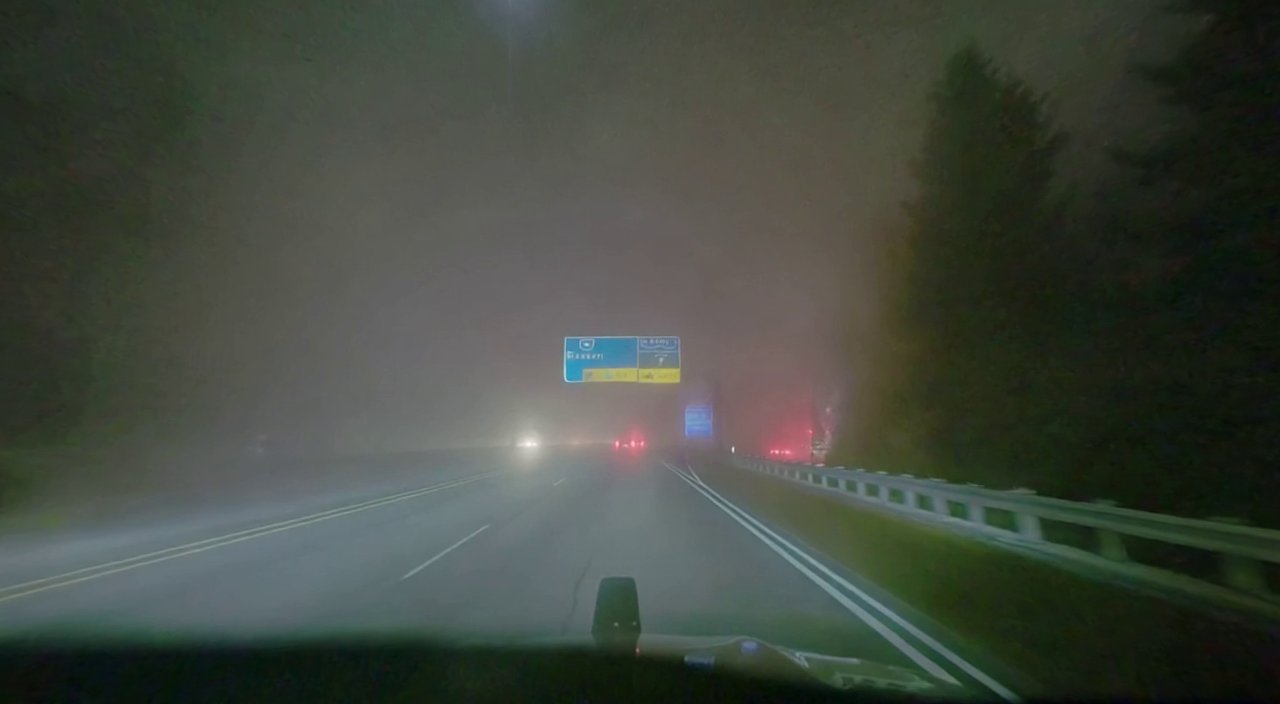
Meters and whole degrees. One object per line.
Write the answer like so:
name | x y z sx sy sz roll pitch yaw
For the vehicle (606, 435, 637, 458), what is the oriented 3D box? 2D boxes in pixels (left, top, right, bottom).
vehicle | -1.272 6.482 43.336 2.025 1.519 3.924 0 -8 -1
